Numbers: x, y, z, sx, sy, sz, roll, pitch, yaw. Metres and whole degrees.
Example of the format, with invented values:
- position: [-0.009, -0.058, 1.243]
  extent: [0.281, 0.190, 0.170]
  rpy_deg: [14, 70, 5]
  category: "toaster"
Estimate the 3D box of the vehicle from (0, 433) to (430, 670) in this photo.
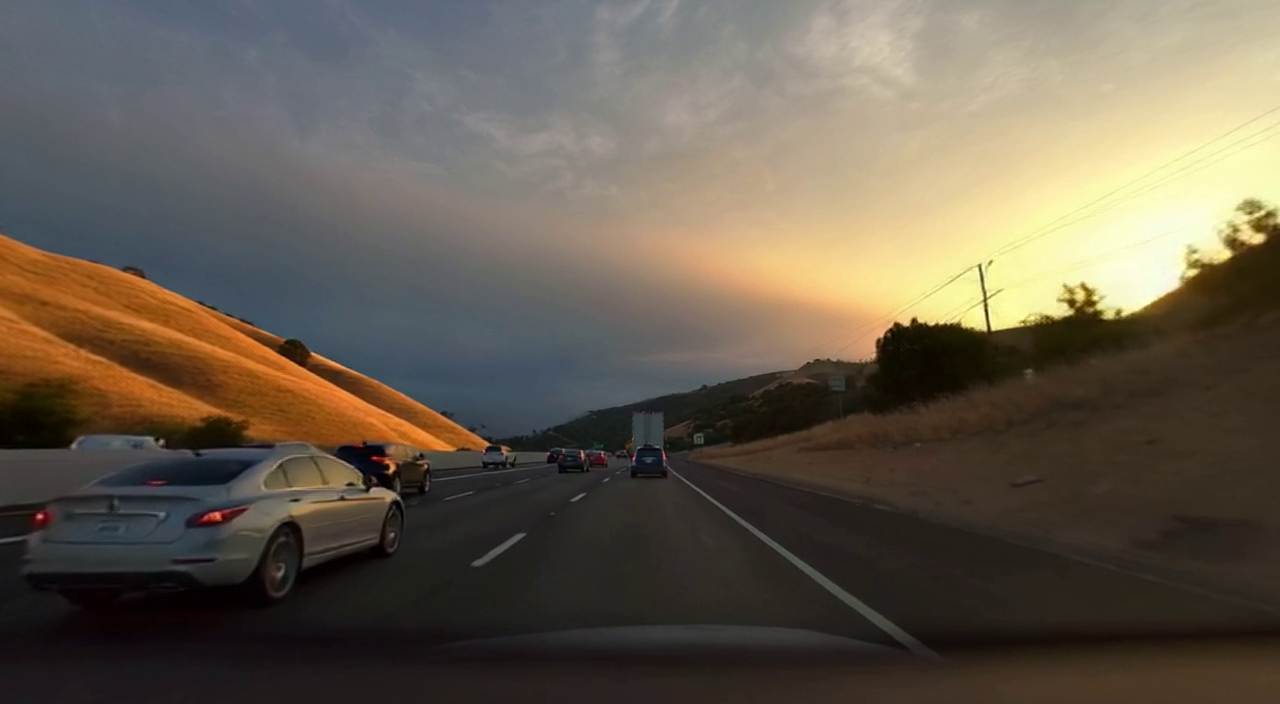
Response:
- position: [-3.905, 1.616, 6.336]
  extent: [1.943, 1.468, 4.547]
  rpy_deg: [1, -9, 1]
  category: "vehicle"

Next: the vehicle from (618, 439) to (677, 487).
- position: [0.303, 4.670, 26.772]
  extent: [2.281, 1.795, 4.297]
  rpy_deg: [1, -9, 0]
  category: "vehicle"

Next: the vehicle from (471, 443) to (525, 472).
- position: [-10.649, 7.985, 47.875]
  extent: [2.421, 2.025, 6.236]
  rpy_deg: [0, -9, 2]
  category: "vehicle"

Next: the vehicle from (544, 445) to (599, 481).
- position: [-3.428, 5.661, 32.340]
  extent: [2.155, 1.661, 4.477]
  rpy_deg: [0, -9, 2]
  category: "vehicle"
